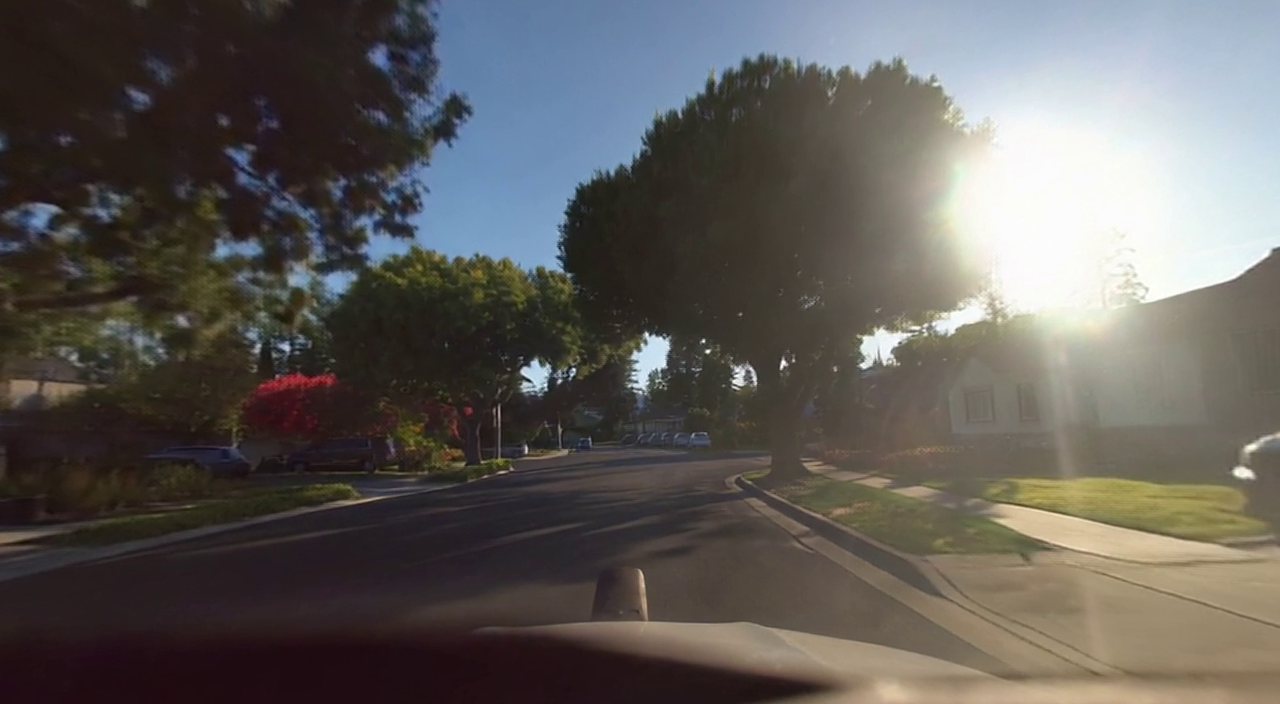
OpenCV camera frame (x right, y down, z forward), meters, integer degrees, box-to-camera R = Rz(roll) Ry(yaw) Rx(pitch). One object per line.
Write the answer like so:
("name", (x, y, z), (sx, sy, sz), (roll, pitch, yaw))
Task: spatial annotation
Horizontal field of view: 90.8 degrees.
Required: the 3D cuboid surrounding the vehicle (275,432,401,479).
("vehicle", (-14.238, 4.886, 29.889), (5.045, 1.835, 2.315), (-6, -9, 15))
